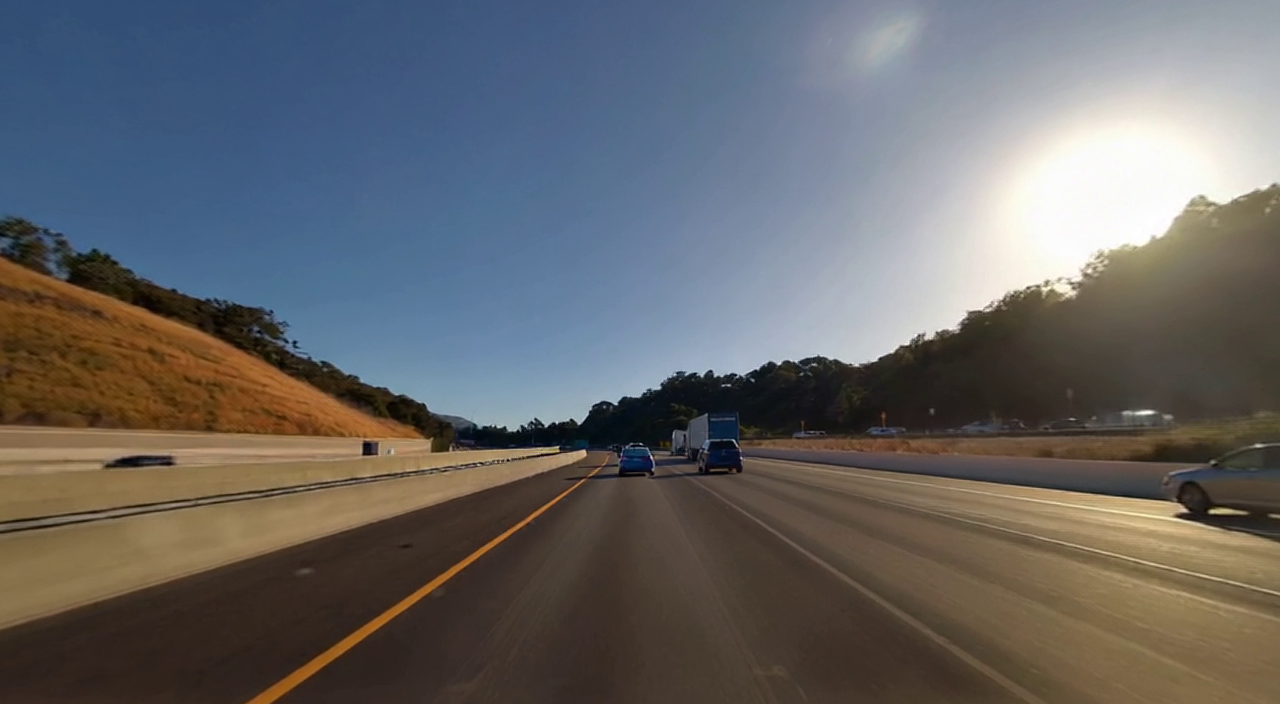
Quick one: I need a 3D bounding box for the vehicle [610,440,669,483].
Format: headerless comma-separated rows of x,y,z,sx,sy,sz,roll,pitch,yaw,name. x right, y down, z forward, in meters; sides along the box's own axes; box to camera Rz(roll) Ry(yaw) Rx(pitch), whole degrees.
-0.070,4.143,24.101,2.083,1.477,3.965,0,-9,-1,vehicle

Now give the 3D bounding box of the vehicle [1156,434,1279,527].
11.056,2.043,10.045,1.945,1.451,4.397,0,-9,-1,vehicle

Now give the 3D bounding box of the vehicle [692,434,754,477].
3.686,4.692,28.947,2.098,1.794,4.561,0,-9,-2,vehicle
